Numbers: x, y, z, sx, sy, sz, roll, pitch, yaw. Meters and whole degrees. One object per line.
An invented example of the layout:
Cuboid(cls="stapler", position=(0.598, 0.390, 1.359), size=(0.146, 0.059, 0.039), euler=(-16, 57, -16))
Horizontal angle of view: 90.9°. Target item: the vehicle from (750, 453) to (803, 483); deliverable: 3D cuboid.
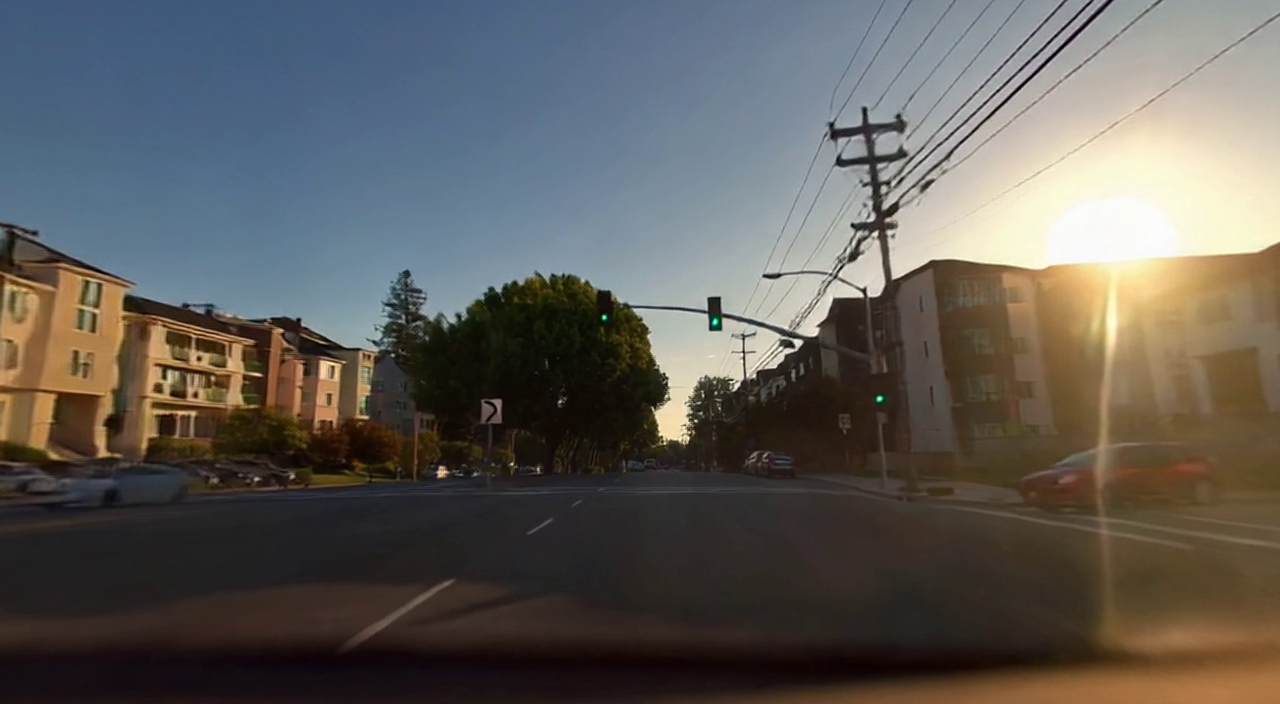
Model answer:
Cuboid(cls="vehicle", position=(7.485, 6.363, 34.964), size=(1.875, 1.481, 4.434), euler=(0, -8, -1))

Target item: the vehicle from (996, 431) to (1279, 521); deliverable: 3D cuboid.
Cuboid(cls="vehicle", position=(9.991, 2.472, 12.914), size=(4.171, 1.654, 1.919), euler=(-1, -8, 5))

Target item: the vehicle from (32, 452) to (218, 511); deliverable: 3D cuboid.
Cuboid(cls="vehicle", position=(-16.056, 4.019, 20.077), size=(1.951, 1.595, 4.548), euler=(-1, -8, 2))
